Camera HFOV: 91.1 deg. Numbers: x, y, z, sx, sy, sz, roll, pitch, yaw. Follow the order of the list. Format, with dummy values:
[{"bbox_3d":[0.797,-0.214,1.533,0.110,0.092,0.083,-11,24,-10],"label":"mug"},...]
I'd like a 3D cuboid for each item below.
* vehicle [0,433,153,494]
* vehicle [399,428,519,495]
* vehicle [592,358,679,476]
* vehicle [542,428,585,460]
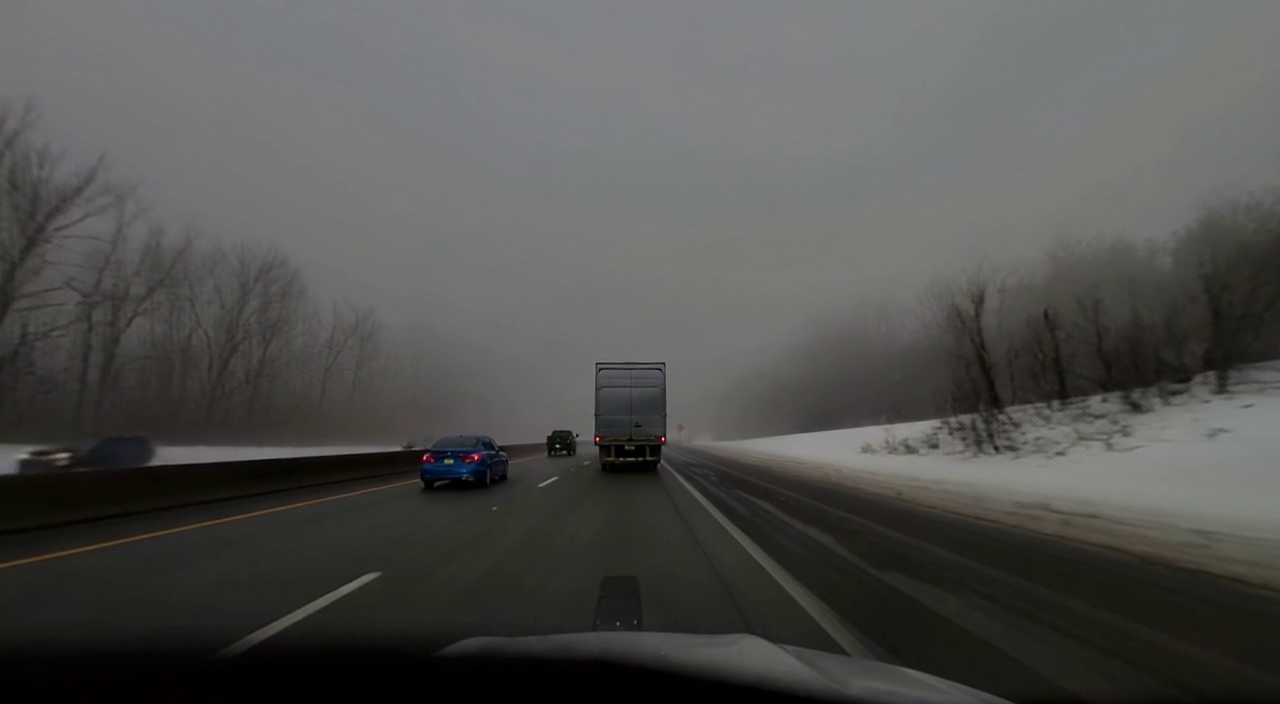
[{"bbox_3d":[-17.951,3.370,19.493,1.992,1.643,4.609,0,-8,0],"label":"vehicle"},{"bbox_3d":[-4.638,2.849,16.902,1.931,1.539,4.441,0,-8,0],"label":"vehicle"},{"bbox_3d":[-0.285,2.907,26.767,2.953,4.041,10.072,0,-8,-1],"label":"vehicle"},{"bbox_3d":[-4.617,5.633,38.606,2.019,1.834,4.644,0,-8,0],"label":"vehicle"}]
